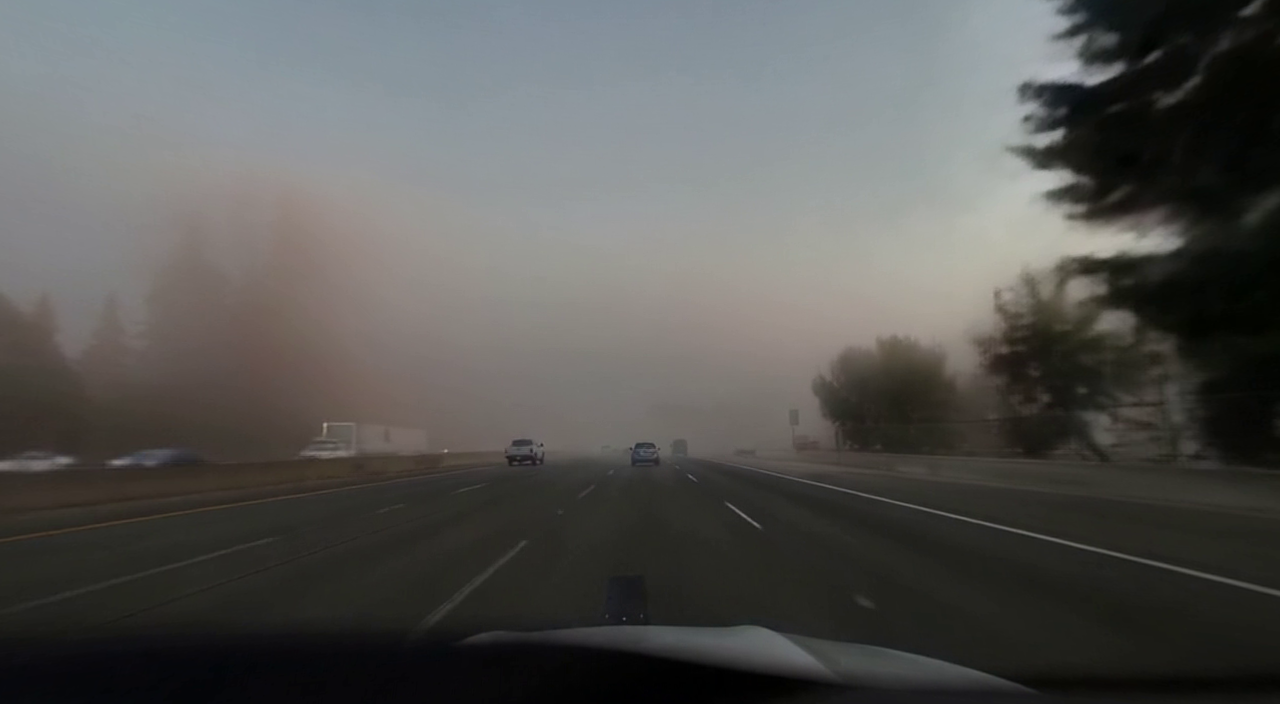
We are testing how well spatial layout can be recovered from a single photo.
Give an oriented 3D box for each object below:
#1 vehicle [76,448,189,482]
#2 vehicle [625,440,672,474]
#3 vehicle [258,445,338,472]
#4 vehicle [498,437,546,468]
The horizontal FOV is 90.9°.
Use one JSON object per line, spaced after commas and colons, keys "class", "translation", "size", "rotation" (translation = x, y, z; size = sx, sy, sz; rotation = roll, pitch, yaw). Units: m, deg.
{"class": "vehicle", "translation": [-25.230, 5.600, 31.593], "size": [1.868, 1.503, 4.480], "rotation": [0, -8, 1]}
{"class": "vehicle", "translation": [0.373, 5.019, 30.338], "size": [2.112, 1.482, 4.082], "rotation": [0, -8, 0]}
{"class": "vehicle", "translation": [-20.583, 6.385, 38.258], "size": [1.972, 1.513, 4.973], "rotation": [0, -8, 1]}
{"class": "vehicle", "translation": [-7.314, 6.267, 39.592], "size": [2.093, 1.789, 4.399], "rotation": [0, -8, 1]}
